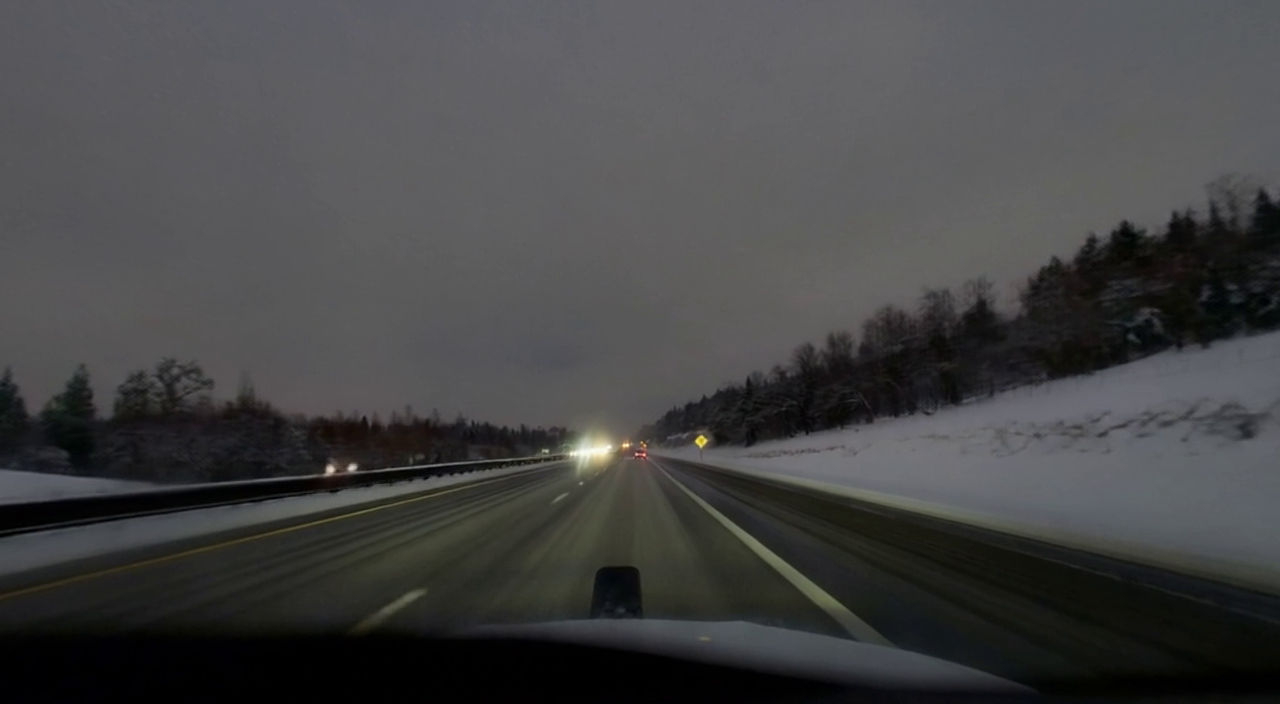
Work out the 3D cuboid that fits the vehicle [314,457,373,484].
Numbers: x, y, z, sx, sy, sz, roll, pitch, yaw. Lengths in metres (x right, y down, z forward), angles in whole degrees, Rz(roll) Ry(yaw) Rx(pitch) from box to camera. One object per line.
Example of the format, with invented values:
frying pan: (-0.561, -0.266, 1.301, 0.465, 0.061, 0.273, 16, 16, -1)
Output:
vehicle: (-17.544, 7.013, 37.398, 1.713, 1.429, 3.688, 0, -9, 0)
